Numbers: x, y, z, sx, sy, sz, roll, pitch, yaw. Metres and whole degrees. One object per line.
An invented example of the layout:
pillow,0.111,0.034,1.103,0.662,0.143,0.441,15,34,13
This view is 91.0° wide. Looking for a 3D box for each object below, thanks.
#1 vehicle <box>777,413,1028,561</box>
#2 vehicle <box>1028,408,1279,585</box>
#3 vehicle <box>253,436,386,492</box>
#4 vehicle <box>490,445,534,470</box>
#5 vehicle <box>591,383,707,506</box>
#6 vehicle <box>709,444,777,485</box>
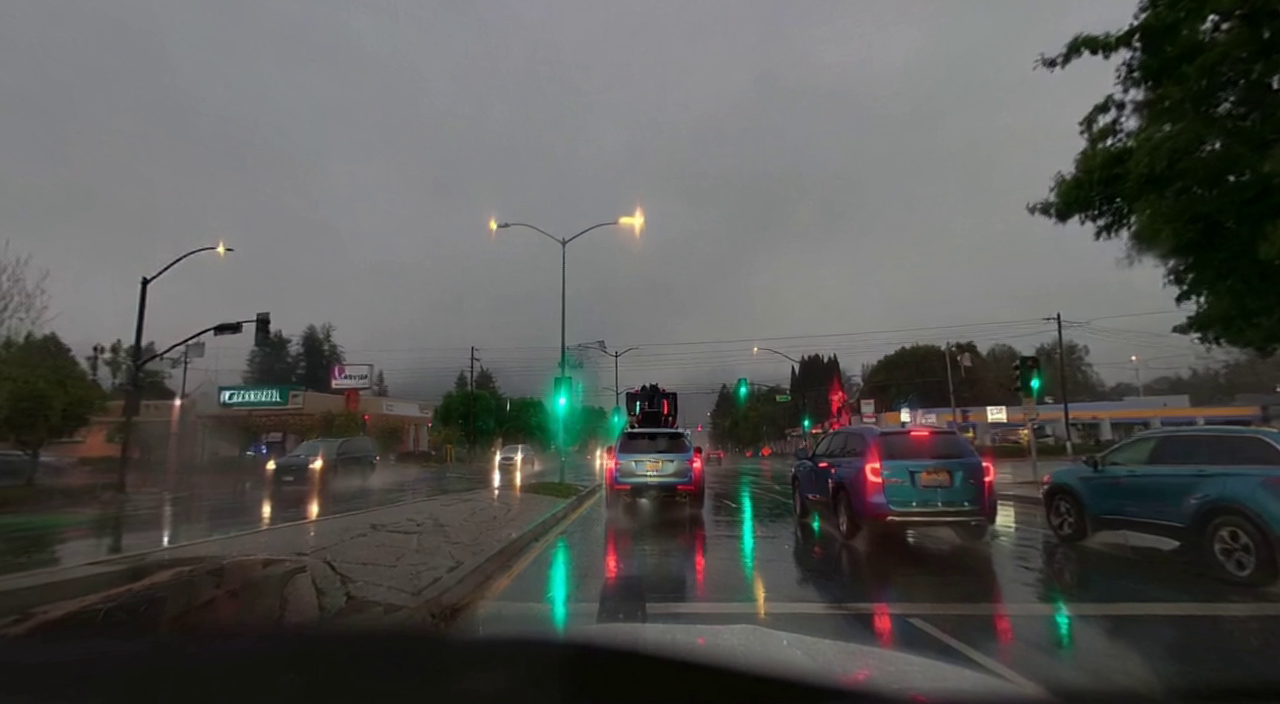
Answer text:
vehicle,3.625,1.940,9.764,2.025,1.754,4.311,0,-8,0
vehicle,7.198,1.652,7.758,1.982,1.698,4.408,0,-9,0
vehicle,-11.777,4.129,23.696,2.163,1.858,5.318,0,-9,0
vehicle,-8.288,6.858,41.110,1.889,1.576,4.044,0,-9,1
vehicle,0.242,2.201,15.233,2.370,2.518,3.858,-2,-8,2
vehicle,4.063,4.488,25.493,1.967,1.515,4.378,0,-8,0
